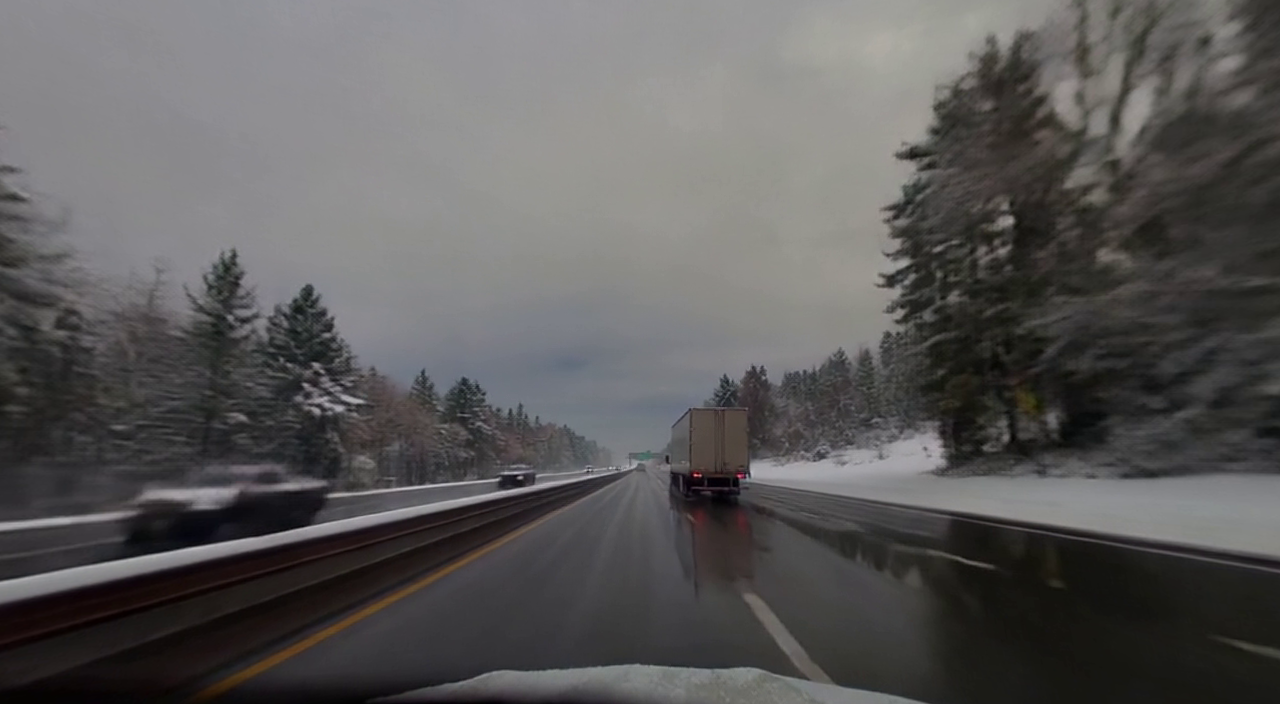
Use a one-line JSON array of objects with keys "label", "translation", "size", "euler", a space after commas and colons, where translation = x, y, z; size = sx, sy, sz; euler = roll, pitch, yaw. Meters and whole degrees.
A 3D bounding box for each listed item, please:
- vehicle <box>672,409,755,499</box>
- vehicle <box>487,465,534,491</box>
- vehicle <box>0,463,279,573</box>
[{"label": "vehicle", "translation": [3.745, 5.939, 36.027], "size": [3.204, 4.102, 13.306], "euler": [0, -10, 0]}, {"label": "vehicle", "translation": [-8.204, 8.039, 40.350], "size": [1.903, 1.512, 4.492], "euler": [0, -10, 1]}, {"label": "vehicle", "translation": [-8.600, 2.701, 10.976], "size": [1.887, 1.462, 4.482], "euler": [0, -10, 1]}]
